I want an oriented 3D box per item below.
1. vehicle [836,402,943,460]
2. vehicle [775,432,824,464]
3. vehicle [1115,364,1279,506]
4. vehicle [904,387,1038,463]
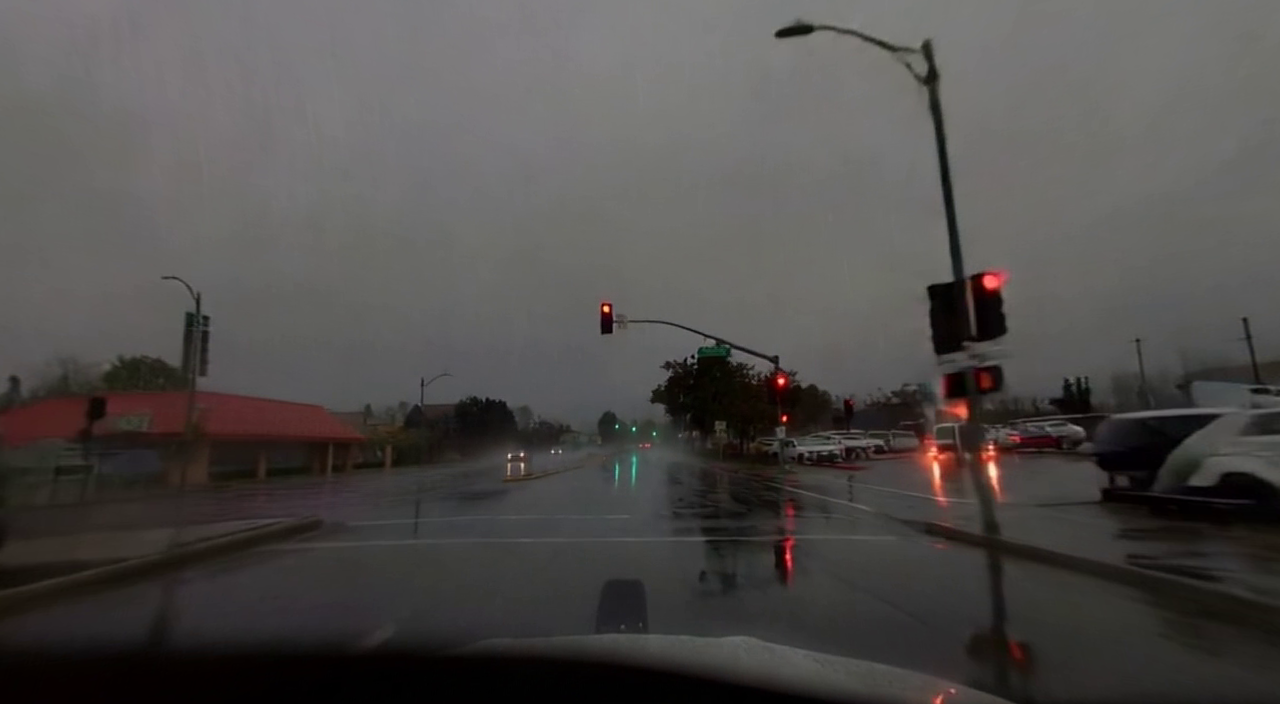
[{"bbox_3d":[16.161,5.362,41.758,2.814,3.328,10.467,0,-8,0],"label":"vehicle"},{"bbox_3d":[9.825,5.986,38.922,1.655,1.820,3.969,0,-10,-5],"label":"vehicle"},{"bbox_3d":[11.117,1.464,10.769,4.422,2.157,1.906,2,-9,-4],"label":"vehicle"},{"bbox_3d":[15.885,3.716,31.001,3.161,3.209,7.934,-1,-8,8],"label":"vehicle"}]
